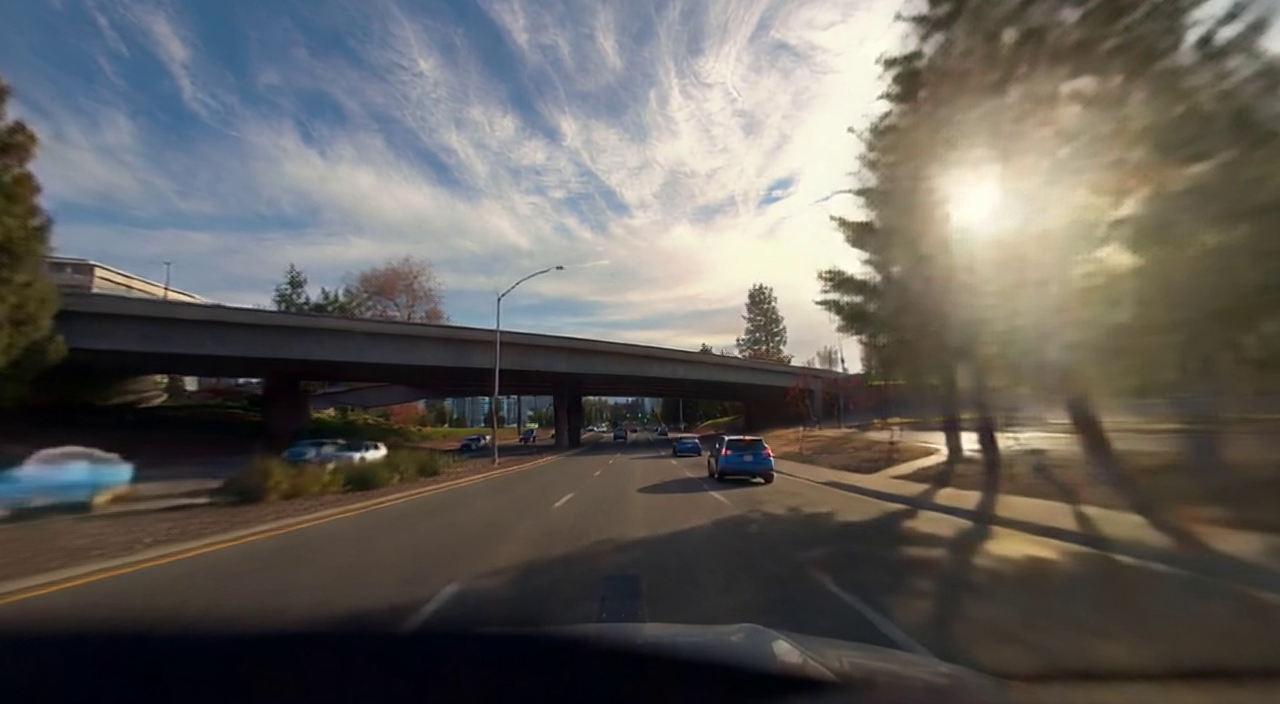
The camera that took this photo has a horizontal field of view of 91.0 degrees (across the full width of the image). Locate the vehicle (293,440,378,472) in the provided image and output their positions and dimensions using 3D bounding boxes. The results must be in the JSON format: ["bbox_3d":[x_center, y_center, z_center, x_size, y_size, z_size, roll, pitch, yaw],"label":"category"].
[{"bbox_3d":[-15.438,5.276,32.267,1.906,1.509,4.772,0,-9,1],"label":"vehicle"}]

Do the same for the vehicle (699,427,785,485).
[{"bbox_3d":[3.265,3.448,21.077,2.110,1.712,4.489,0,-9,0],"label":"vehicle"}]

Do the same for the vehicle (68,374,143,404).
[{"bbox_3d":[-41.844,2.909,49.347,4.034,1.787,2.001,-3,-14,5],"label":"vehicle"}]

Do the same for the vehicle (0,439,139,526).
[{"bbox_3d":[-12.163,2.372,11.581,1.961,1.512,4.747,0,-9,0],"label":"vehicle"}]
